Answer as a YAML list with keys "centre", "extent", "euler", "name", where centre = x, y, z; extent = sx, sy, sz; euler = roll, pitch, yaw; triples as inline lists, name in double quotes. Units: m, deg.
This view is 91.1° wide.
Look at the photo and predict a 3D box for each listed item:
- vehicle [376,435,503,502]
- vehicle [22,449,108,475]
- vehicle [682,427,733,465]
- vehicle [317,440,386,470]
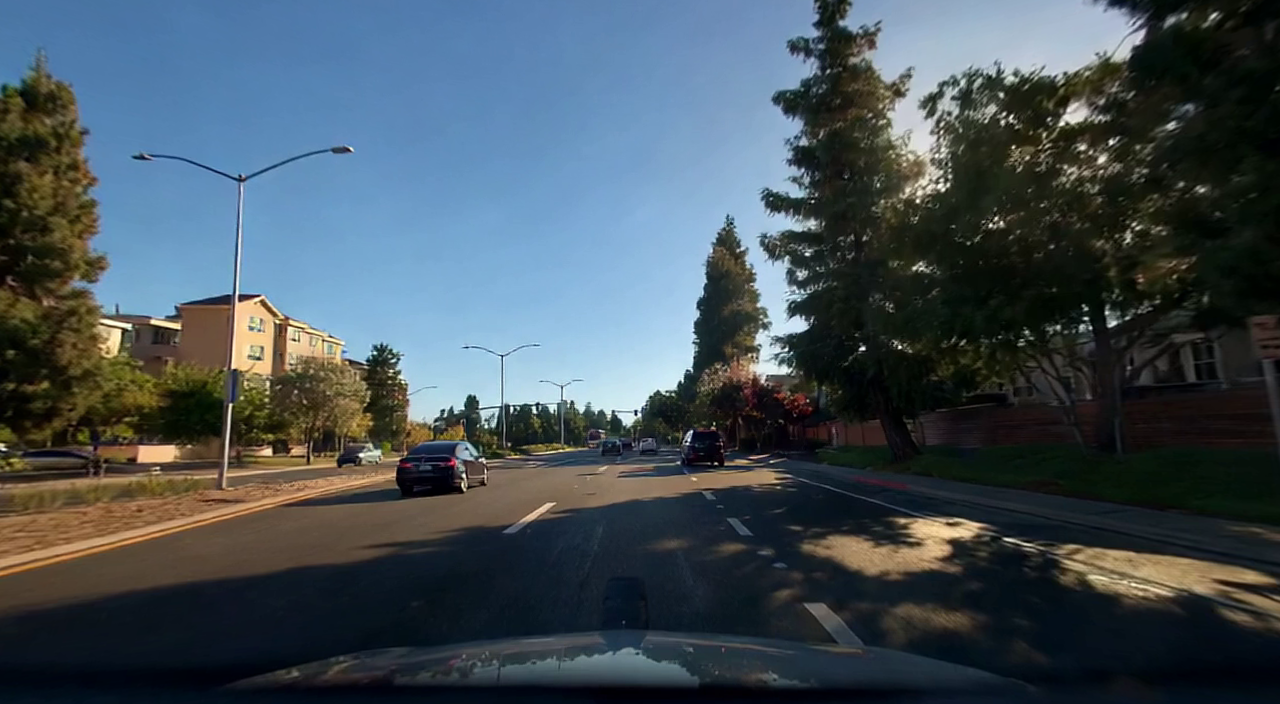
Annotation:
- centre: [-4.956, 2.917, 16.268]
  extent: [1.926, 1.465, 4.620]
  euler: [0, -8, -2]
  name: "vehicle"
- centre: [-38.811, 7.395, 42.528]
  extent: [1.832, 1.642, 4.246]
  euler: [0, -8, -1]
  name: "vehicle"
- centre: [3.468, 4.964, 33.206]
  extent: [2.141, 1.833, 4.704]
  euler: [0, -8, -1]
  name: "vehicle"
- centre: [-17.697, 6.330, 38.740]
  extent: [2.085, 1.700, 4.498]
  euler: [0, -8, 1]
  name: "vehicle"
